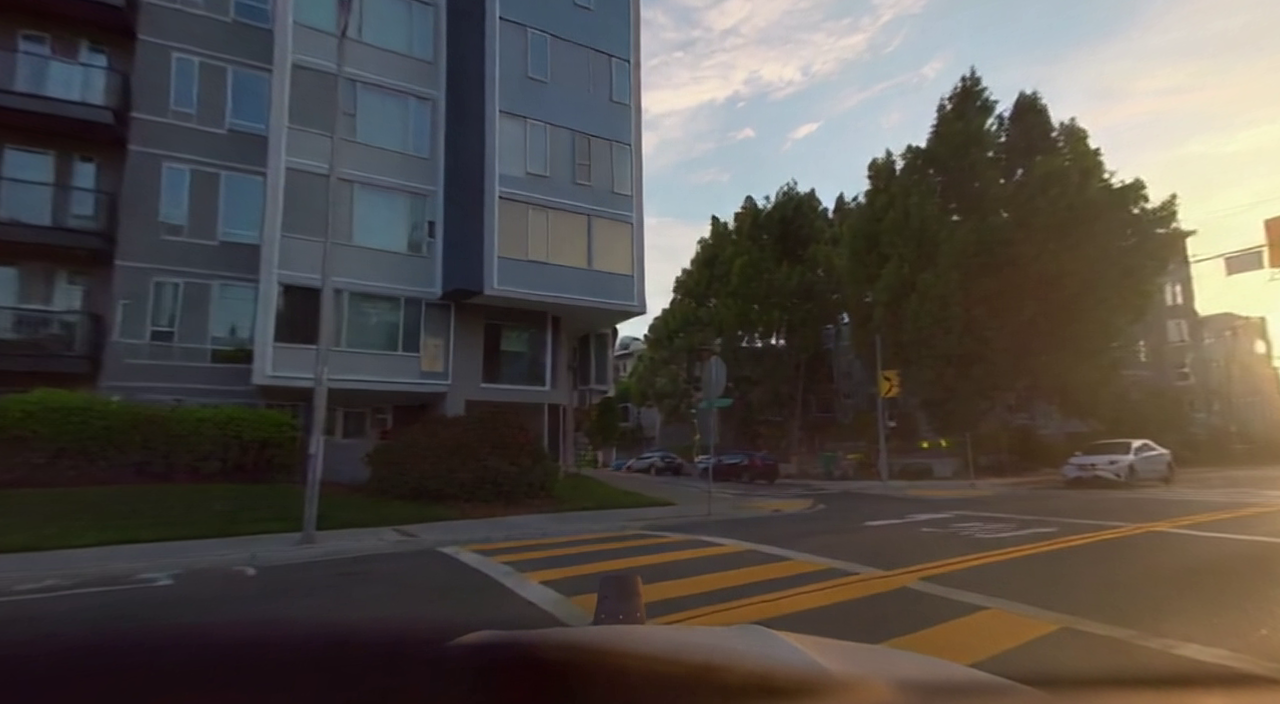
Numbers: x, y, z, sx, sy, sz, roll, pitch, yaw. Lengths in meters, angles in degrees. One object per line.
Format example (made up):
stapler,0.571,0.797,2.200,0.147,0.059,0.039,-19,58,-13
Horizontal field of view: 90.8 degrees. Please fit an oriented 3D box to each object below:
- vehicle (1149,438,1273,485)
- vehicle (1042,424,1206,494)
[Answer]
vehicle,19.423,3.666,21.452,4.313,1.462,1.789,5,-10,-30
vehicle,14.185,3.071,18.493,4.619,1.817,1.993,4,-10,-29
